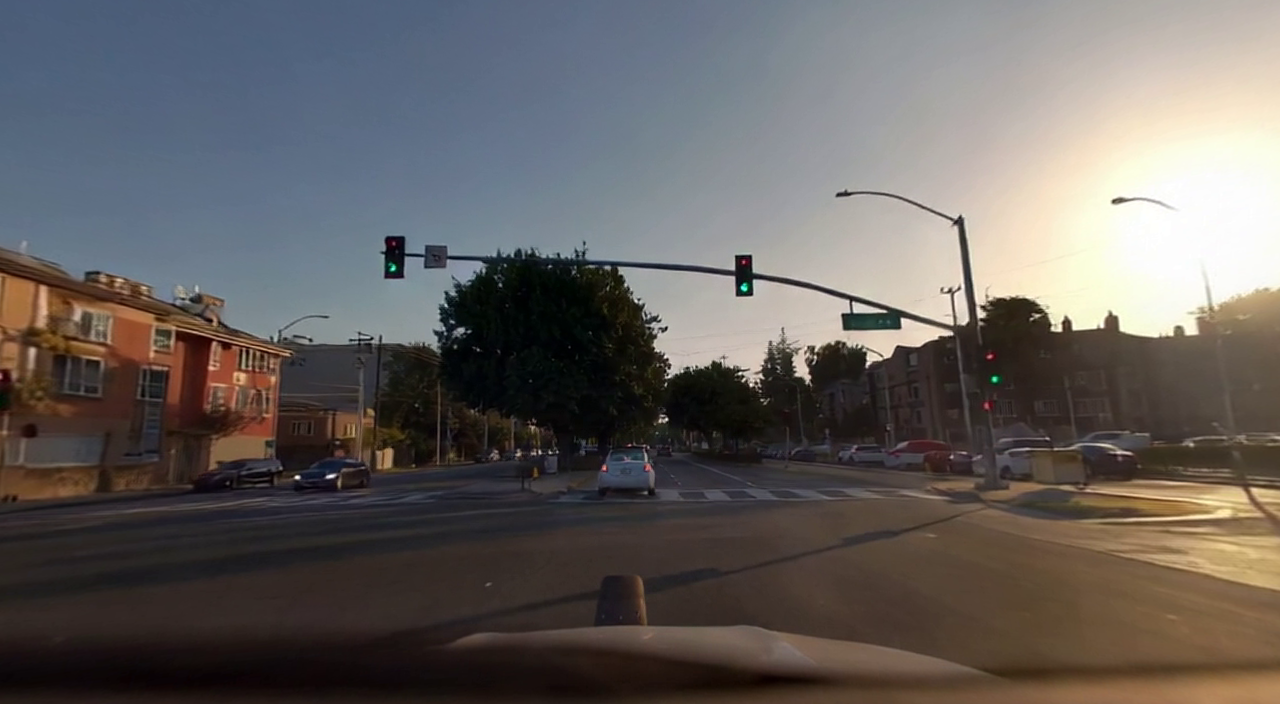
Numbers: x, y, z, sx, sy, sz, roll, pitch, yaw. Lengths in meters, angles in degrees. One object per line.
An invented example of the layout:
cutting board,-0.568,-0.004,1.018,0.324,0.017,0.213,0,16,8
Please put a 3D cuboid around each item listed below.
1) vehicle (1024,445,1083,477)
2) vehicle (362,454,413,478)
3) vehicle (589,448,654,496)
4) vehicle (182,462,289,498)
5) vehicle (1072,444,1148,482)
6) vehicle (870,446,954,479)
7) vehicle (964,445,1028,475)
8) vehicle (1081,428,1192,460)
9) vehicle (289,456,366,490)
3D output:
vehicle,19.944,5.205,30.296,1.717,1.444,3.788,-8,-12,41
vehicle,-19.662,8.883,49.307,2.070,1.723,4.634,0,-9,0
vehicle,-0.593,4.063,21.721,2.010,1.447,4.121,0,-9,0
vehicle,-19.417,6.155,30.500,2.018,1.468,4.768,0,-9,0
vehicle,19.827,4.618,26.459,1.932,1.430,4.203,-8,-12,43
vehicle,12.776,5.172,29.867,1.849,1.429,4.335,0,-9,-3
vehicle,19.041,5.706,33.617,1.900,1.490,4.238,-8,-12,43
vehicle,31.082,5.809,39.487,5.079,1.893,2.254,1,-11,-5
vehicle,-15.859,6.128,32.176,1.947,1.564,3.809,0,-9,0
